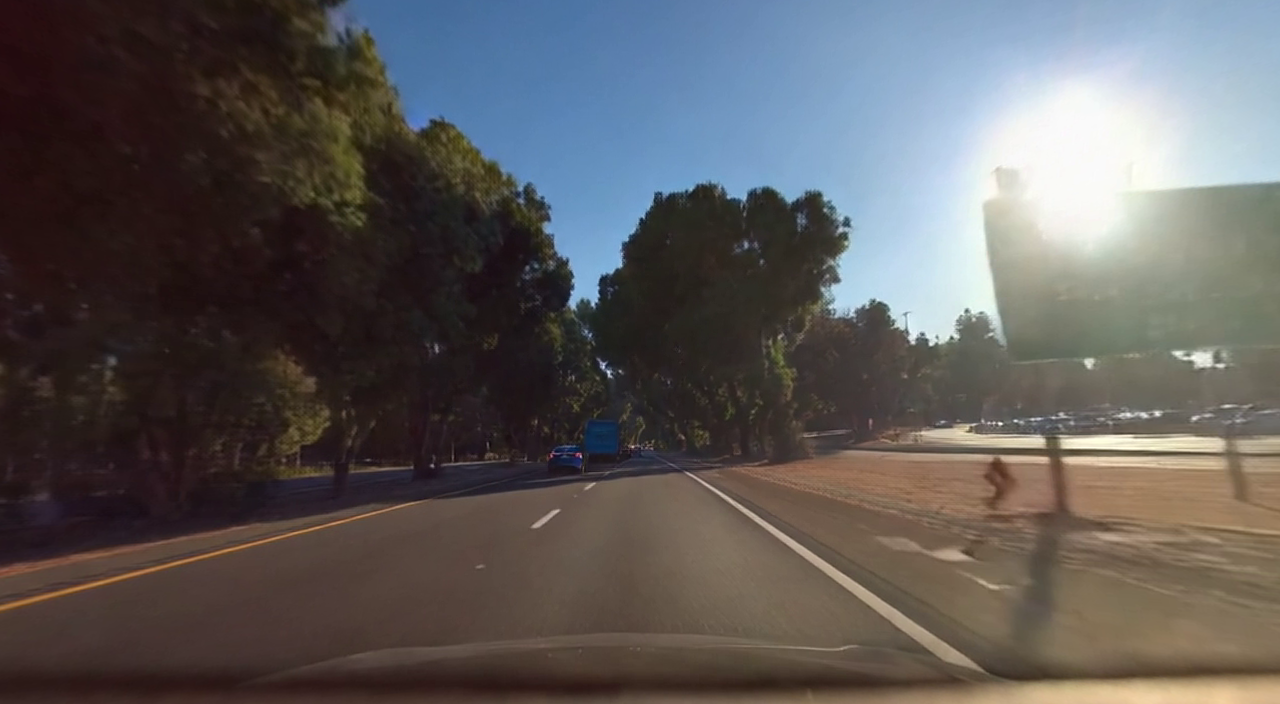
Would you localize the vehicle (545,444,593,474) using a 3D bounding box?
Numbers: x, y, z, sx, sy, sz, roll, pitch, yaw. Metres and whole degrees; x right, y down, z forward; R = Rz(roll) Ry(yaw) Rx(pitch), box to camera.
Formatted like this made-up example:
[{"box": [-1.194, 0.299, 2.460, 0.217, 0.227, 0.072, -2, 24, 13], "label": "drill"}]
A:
[{"box": [-3.660, 5.576, 33.201, 2.005, 1.462, 4.345, 0, -9, 1], "label": "vehicle"}]
